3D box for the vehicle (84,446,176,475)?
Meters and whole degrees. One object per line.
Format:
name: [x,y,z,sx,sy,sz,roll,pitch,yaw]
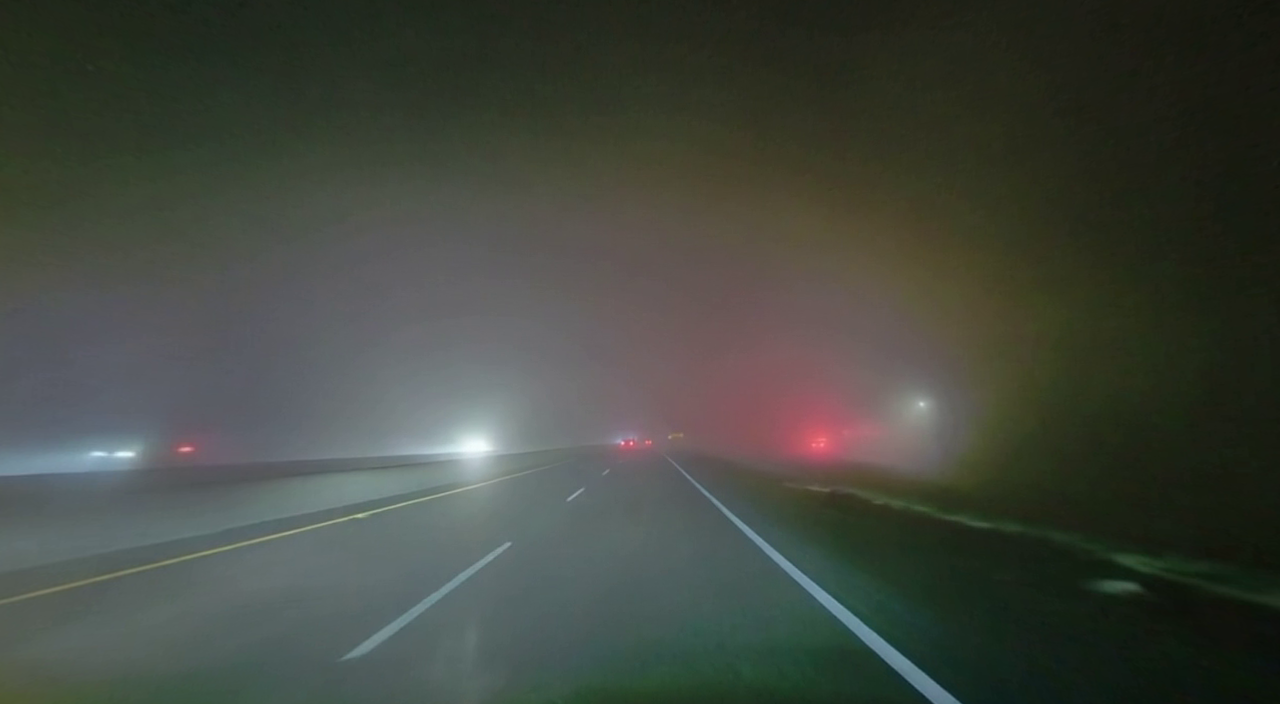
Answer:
vehicle: [-31.709,6.728,39.207,1.904,1.716,4.413,-1,-8,1]
